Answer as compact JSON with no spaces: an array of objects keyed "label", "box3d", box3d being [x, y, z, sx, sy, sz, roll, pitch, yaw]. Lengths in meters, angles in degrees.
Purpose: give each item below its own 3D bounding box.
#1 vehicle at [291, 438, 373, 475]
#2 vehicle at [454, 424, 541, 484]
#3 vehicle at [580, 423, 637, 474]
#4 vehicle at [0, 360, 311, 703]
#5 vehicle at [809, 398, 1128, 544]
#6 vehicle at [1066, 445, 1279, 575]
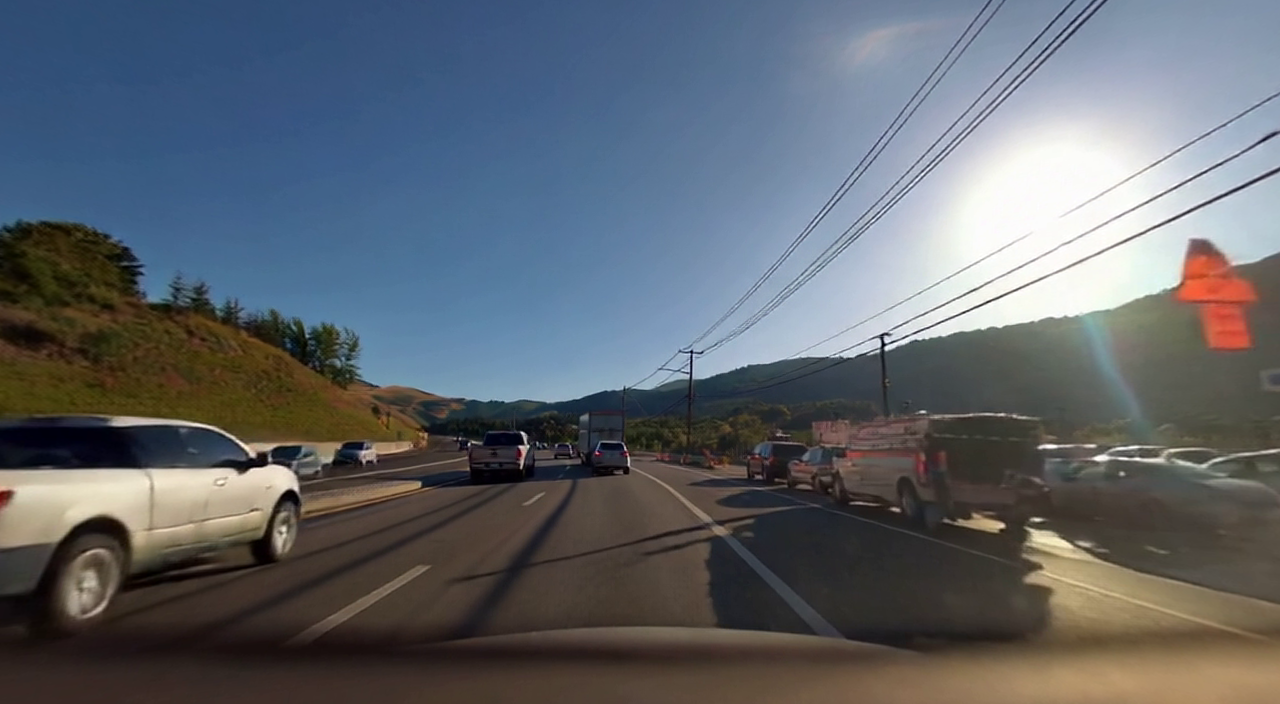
[{"label":"vehicle","box3d":[-14.436,4.913,29.910,1.930,1.591,4.408,1,-9,-4]},{"label":"vehicle","box3d":[-5.296,3.893,24.384,2.345,2.012,5.693,0,-9,-3]},{"label":"vehicle","box3d":[-1.651,4.729,31.072,2.486,2.280,5.291,1,-9,-6]},{"label":"vehicle","box3d":[-4.358,1.027,3.964,2.185,1.721,4.550,0,-8,-1]},{"label":"vehicle","box3d":[5.924,2.303,12.979,2.706,2.199,6.527,0,-9,-4]},{"label":"vehicle","box3d":[9.358,2.403,10.250,1.933,1.480,4.249,2,-6,-1]}]
